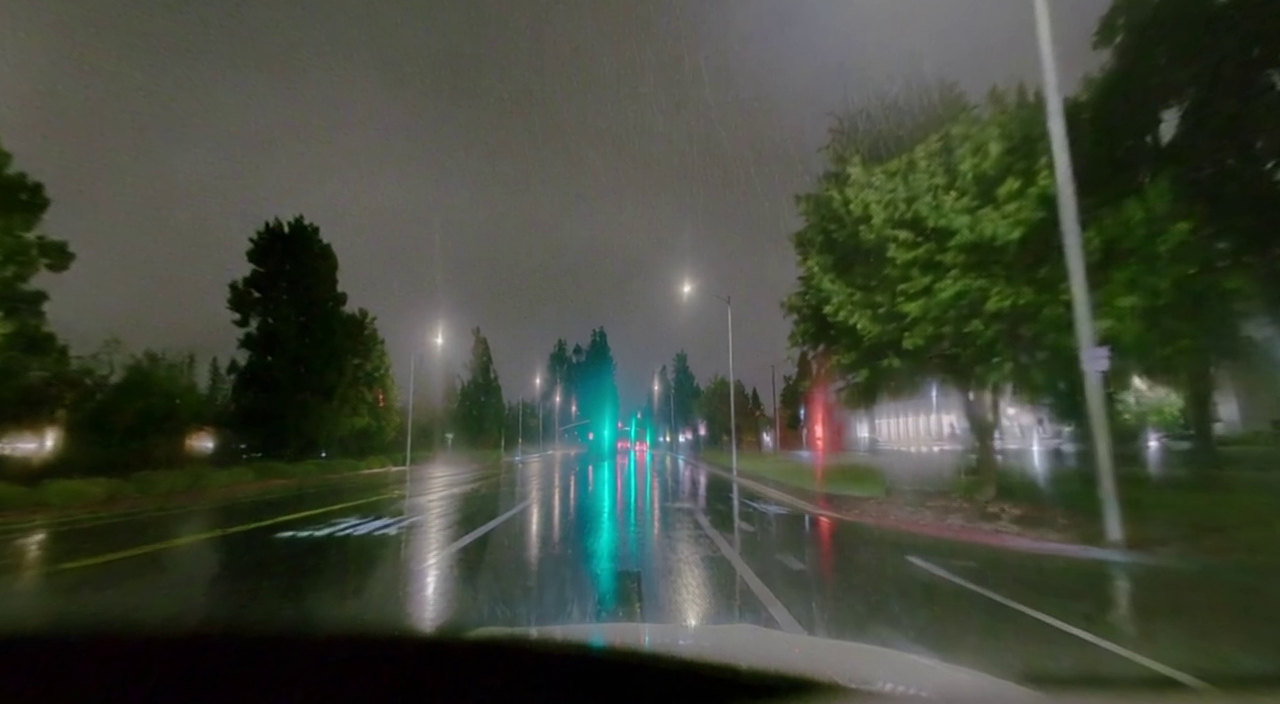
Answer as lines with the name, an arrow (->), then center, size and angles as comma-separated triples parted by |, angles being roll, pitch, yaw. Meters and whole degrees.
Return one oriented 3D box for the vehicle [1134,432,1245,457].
vehicle -> 33.427, 5.650, 38.530 | 4.864, 1.474, 1.871 | 0, -8, 2
